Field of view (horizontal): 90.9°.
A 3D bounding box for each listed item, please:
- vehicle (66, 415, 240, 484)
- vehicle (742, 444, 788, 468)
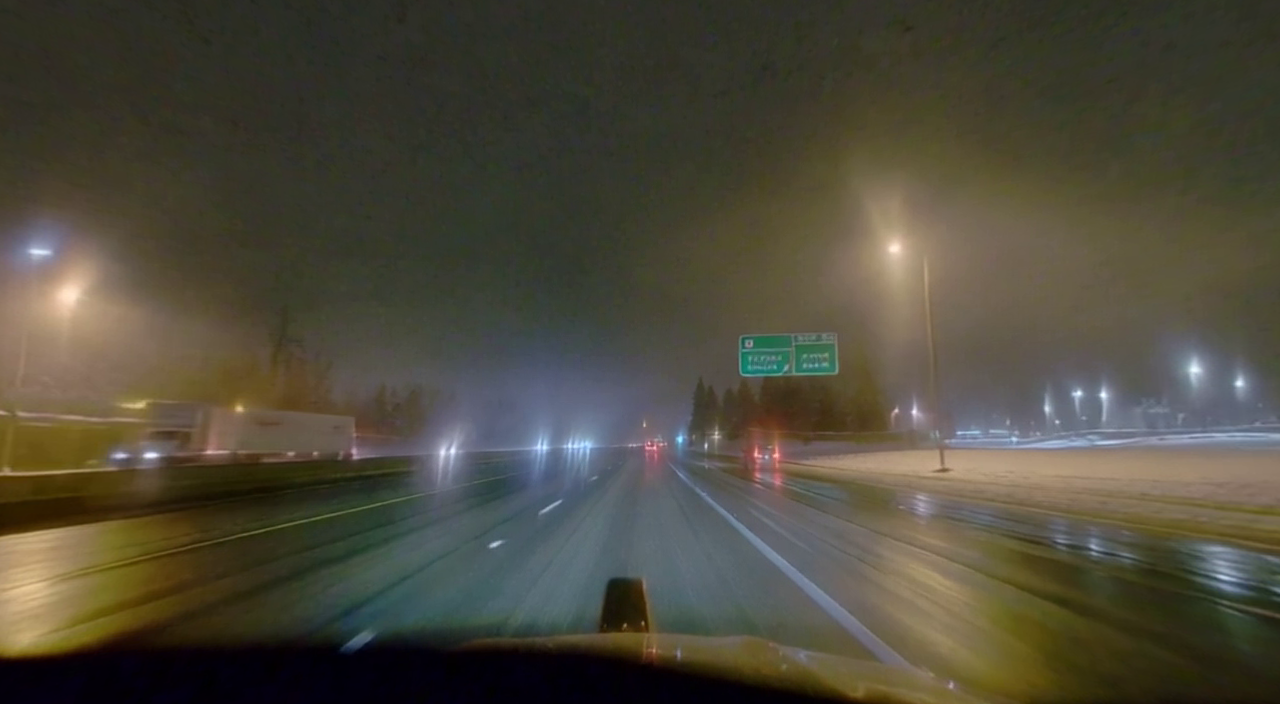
[{"bbox_3d":[-21.461,4.371,28.351,2.626,2.725,6.211,0,-9,2],"label":"vehicle"},{"bbox_3d":[8.026,6.733,40.913,2.056,1.465,4.304,0,-8,0],"label":"vehicle"}]
